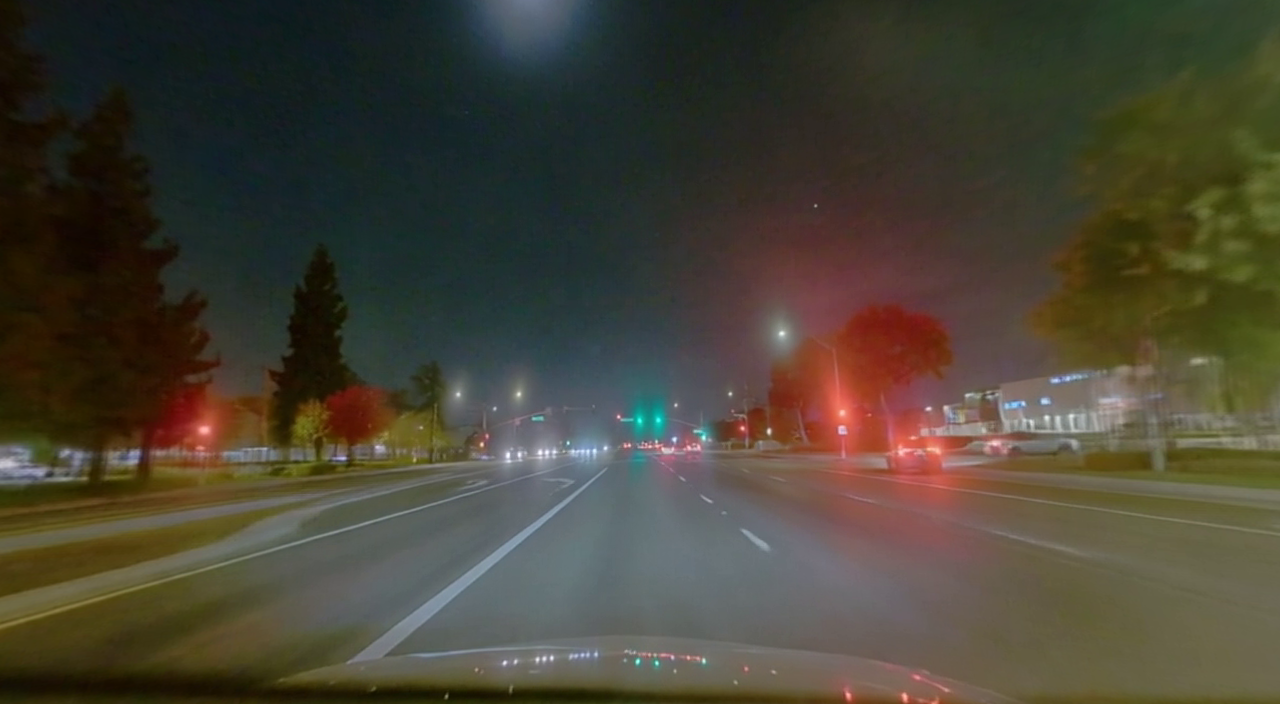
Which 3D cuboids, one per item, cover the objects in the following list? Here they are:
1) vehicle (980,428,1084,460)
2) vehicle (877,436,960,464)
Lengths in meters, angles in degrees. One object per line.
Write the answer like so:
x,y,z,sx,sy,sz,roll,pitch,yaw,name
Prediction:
23.834,5.595,38.513,4.893,1.873,2.191,0,-8,-3,vehicle
18.171,6.437,41.385,4.427,1.747,2.024,0,-9,-2,vehicle
